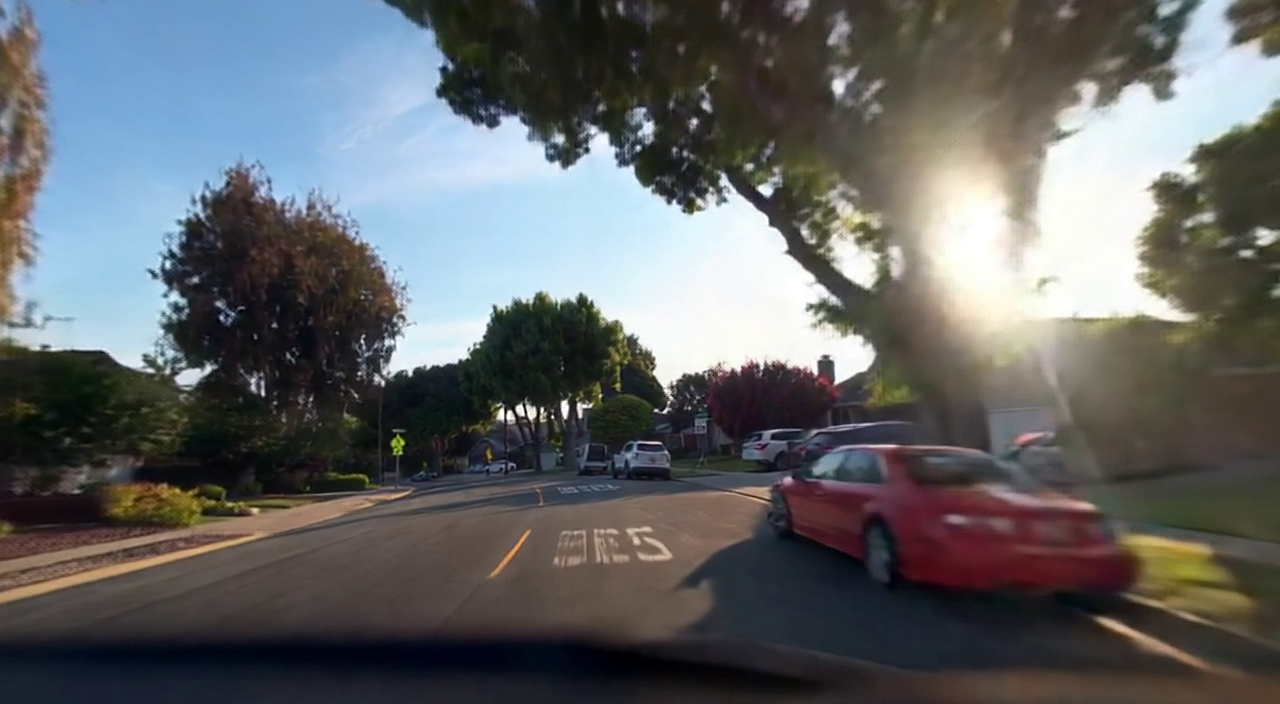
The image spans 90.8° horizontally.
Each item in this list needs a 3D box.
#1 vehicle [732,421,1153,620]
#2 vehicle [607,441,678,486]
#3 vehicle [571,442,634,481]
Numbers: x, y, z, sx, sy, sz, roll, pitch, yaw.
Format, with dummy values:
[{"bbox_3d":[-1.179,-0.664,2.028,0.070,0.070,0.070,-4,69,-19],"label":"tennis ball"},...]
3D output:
[{"bbox_3d":[2.729,1.660,7.437,2.181,1.494,5.023,0,-8,-4],"label":"vehicle"},{"bbox_3d":[-0.020,4.570,26.369,1.965,1.663,4.744,2,-9,-13],"label":"vehicle"},{"bbox_3d":[-2.116,5.754,33.623,2.180,1.849,5.423,2,-9,-16],"label":"vehicle"}]
